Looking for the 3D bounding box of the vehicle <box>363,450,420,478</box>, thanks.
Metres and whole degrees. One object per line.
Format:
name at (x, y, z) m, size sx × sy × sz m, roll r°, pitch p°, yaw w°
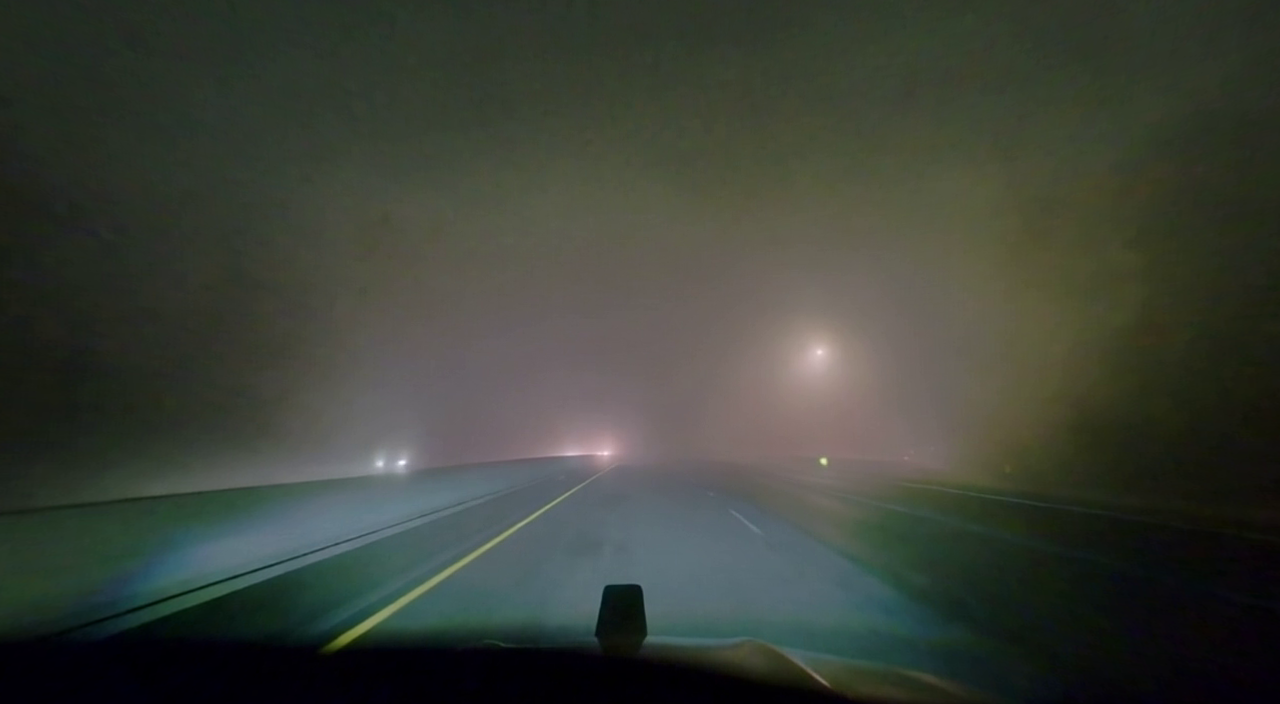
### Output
vehicle at (-18.013, 8.097, 46.015) m, size 2.166 × 1.867 × 5.001 m, roll 0°, pitch -8°, yaw 0°
